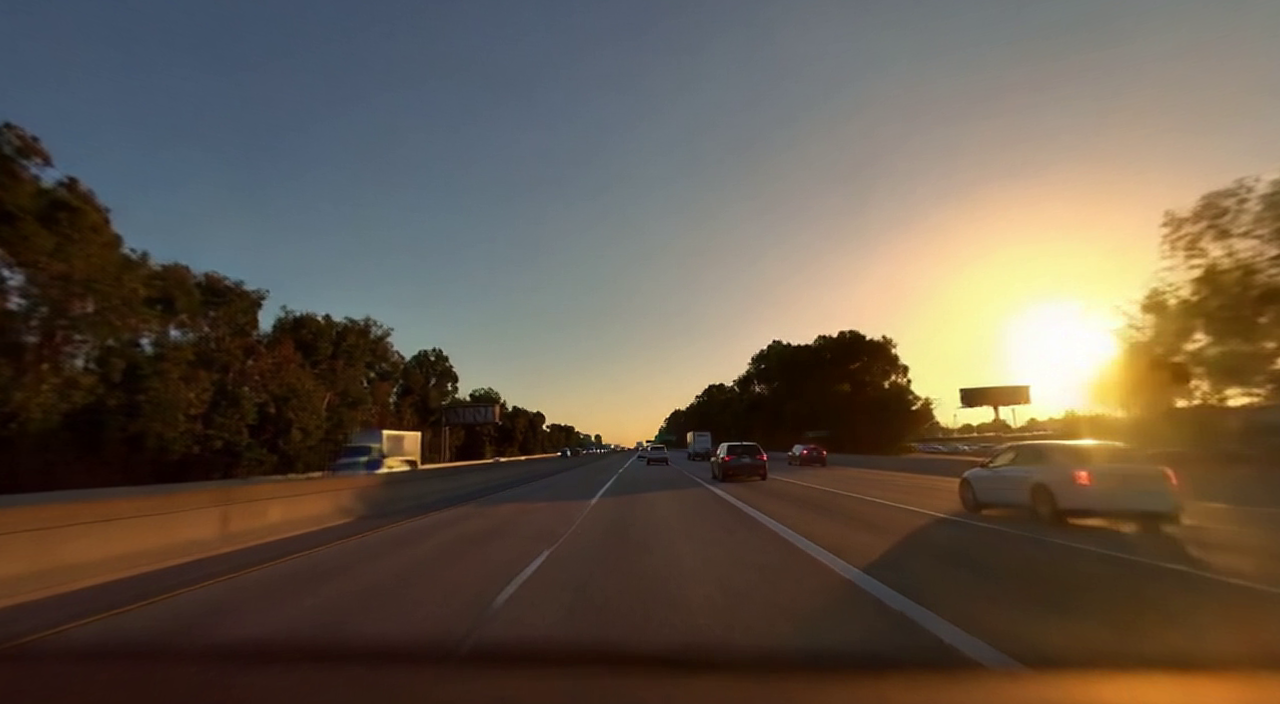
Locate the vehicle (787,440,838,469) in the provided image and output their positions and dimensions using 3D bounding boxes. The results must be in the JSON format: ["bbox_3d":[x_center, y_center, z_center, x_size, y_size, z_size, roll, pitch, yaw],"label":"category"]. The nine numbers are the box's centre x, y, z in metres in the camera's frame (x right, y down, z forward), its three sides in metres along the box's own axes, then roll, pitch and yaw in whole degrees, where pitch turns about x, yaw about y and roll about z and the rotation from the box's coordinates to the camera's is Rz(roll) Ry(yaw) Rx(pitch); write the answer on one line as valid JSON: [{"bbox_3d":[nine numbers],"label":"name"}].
[{"bbox_3d":[11.429,6.832,42.119,2.028,1.801,4.503,0,-8,-1],"label":"vehicle"}]

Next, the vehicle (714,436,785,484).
[{"bbox_3d":[4.529,4.538,26.825,2.075,1.845,4.667,0,-8,-1],"label":"vehicle"}]

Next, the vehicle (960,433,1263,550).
[{"bbox_3d":[7.494,2.200,10.753,1.807,1.558,4.352,0,-8,0],"label":"vehicle"}]

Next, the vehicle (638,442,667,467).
[{"bbox_3d":[0.913,7.799,48.220,2.145,1.832,4.004,0,-8,0],"label":"vehicle"}]

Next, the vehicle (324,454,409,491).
[{"bbox_3d":[-13.042,5.761,30.430,1.906,1.533,4.731,0,-8,1],"label":"vehicle"}]
